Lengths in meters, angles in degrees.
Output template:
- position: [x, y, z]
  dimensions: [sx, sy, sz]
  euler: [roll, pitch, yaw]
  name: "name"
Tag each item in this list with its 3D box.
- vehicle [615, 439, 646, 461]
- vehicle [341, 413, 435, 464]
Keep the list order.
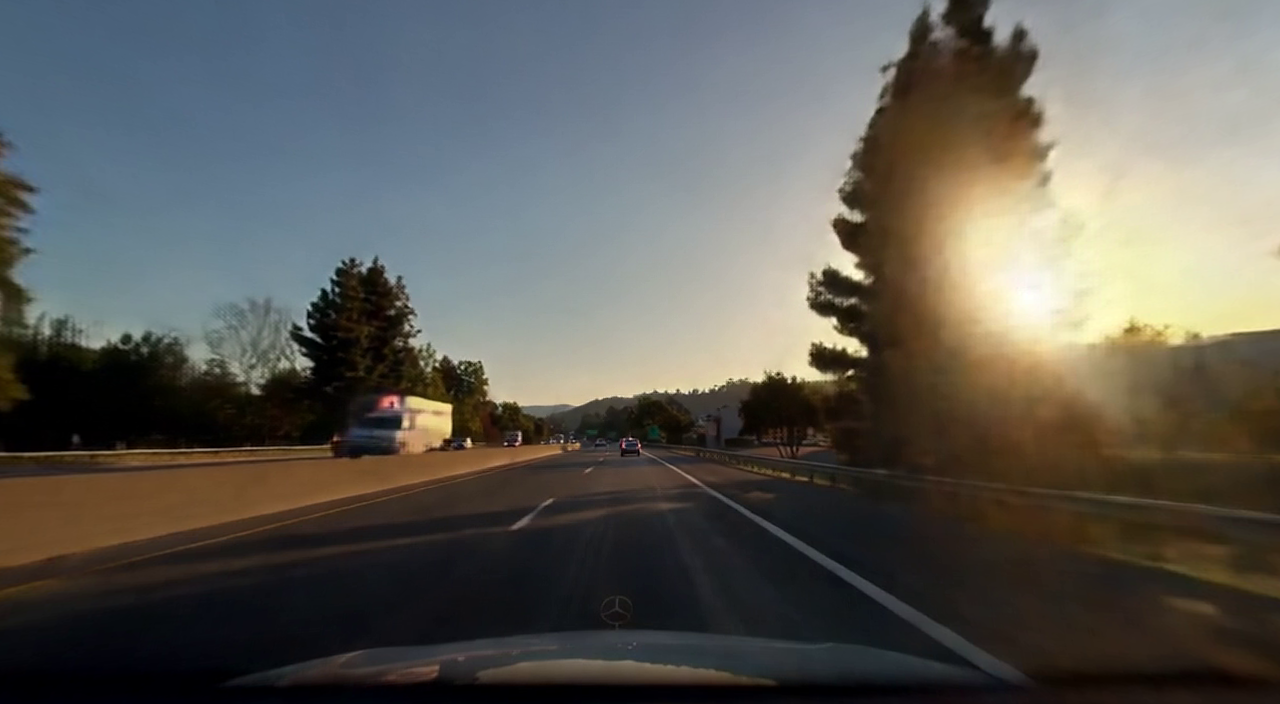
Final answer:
- position: [-0.737, 7.065, 45.593]
  dimensions: [2.099, 1.504, 3.843]
  euler: [0, -8, -2]
  name: "vehicle"
- position: [-12.439, 4.360, 31.656]
  dimensions: [2.371, 2.306, 5.978]
  euler: [0, -8, -1]
  name: "vehicle"
